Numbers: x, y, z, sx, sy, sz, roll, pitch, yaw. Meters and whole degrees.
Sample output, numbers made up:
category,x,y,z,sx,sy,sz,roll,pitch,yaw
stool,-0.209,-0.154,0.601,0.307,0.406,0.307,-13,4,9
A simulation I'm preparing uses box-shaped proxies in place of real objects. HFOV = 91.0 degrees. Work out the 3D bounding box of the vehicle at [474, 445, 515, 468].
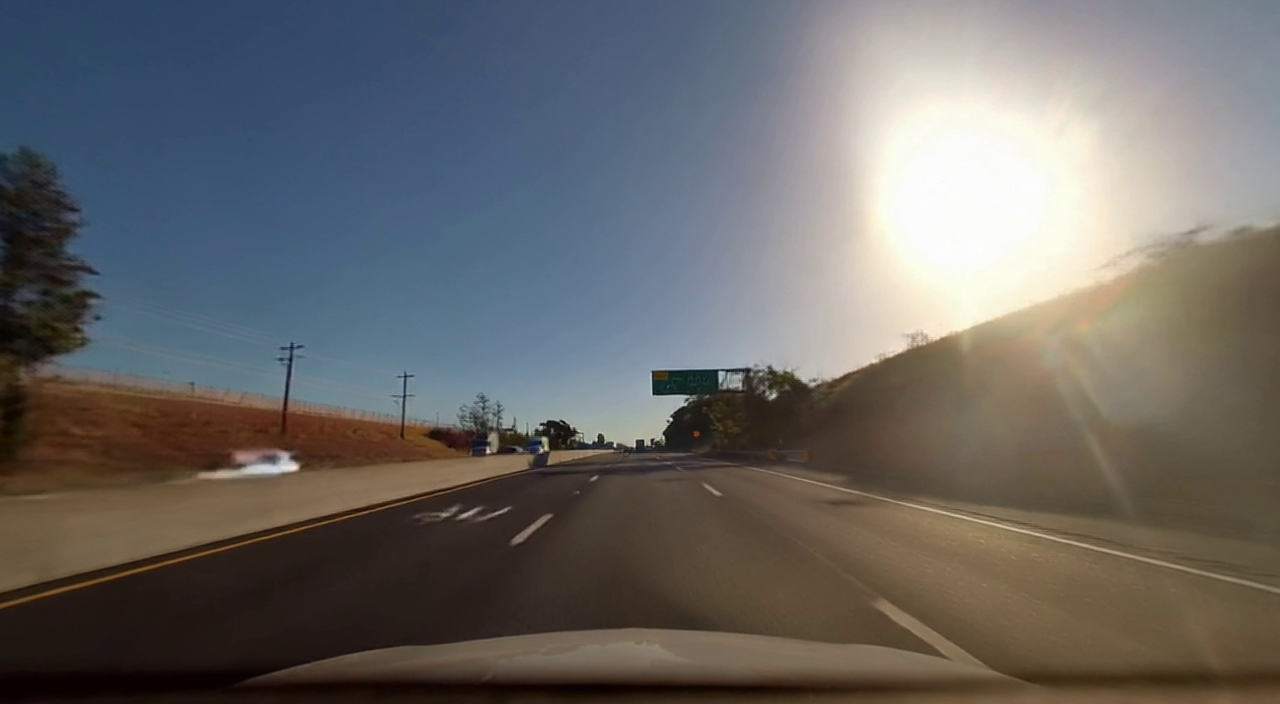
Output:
category,x,y,z,sx,sy,sz,roll,pitch,yaw
vehicle,-10.398,7.489,45.269,1.934,1.497,4.181,0,-8,0

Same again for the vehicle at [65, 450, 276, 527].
category,x,y,z,sx,sy,sz,roll,pitch,yaw
vehicle,-10.534,3.038,14.567,1.821,1.477,3.939,0,-8,0
